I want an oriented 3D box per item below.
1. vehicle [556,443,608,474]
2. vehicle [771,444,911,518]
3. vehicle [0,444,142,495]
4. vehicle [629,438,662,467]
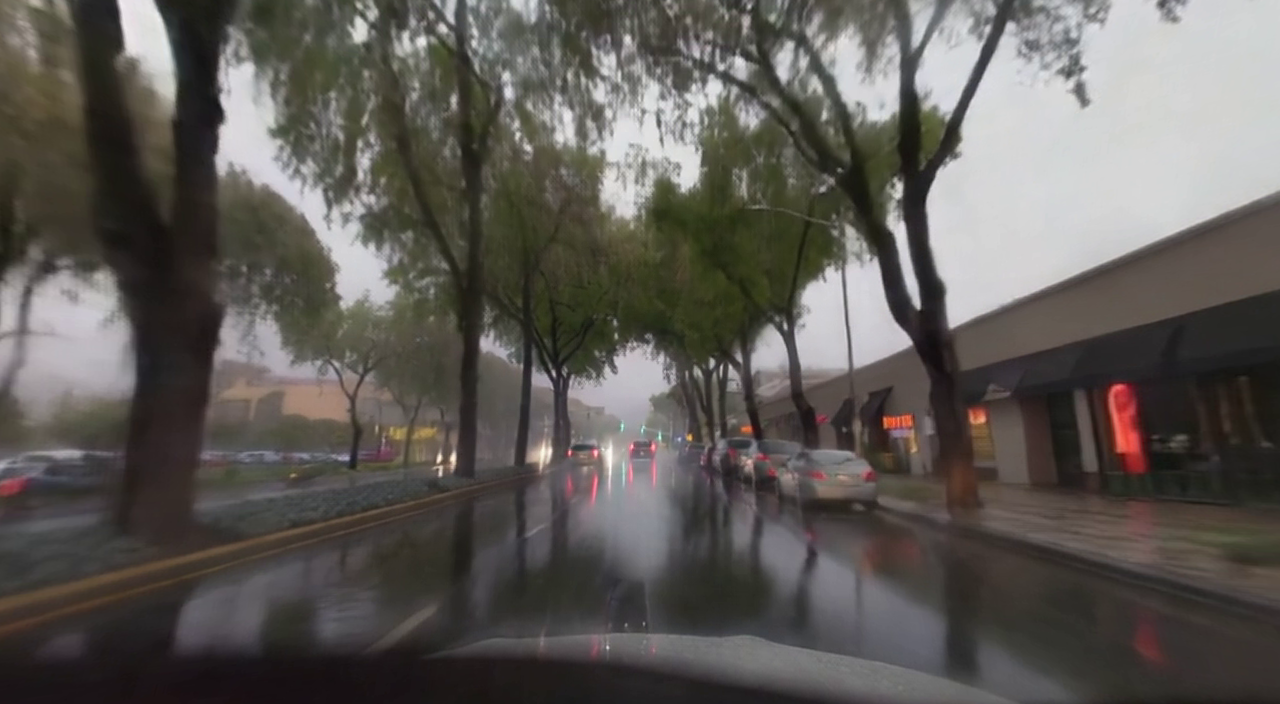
[{"bbox_3d":[-2.926,5.485,32.814,2.151,1.484,4.468,0,-9,2],"label":"vehicle"},{"bbox_3d":[4.444,2.890,14.711,1.896,1.451,4.329,0,-9,1],"label":"vehicle"},{"bbox_3d":[-27.066,5.433,29.694,2.231,2.124,5.680,-1,-9,4],"label":"vehicle"},{"bbox_3d":[0.377,6.568,41.297,2.075,1.770,4.018,0,-9,1],"label":"vehicle"}]
